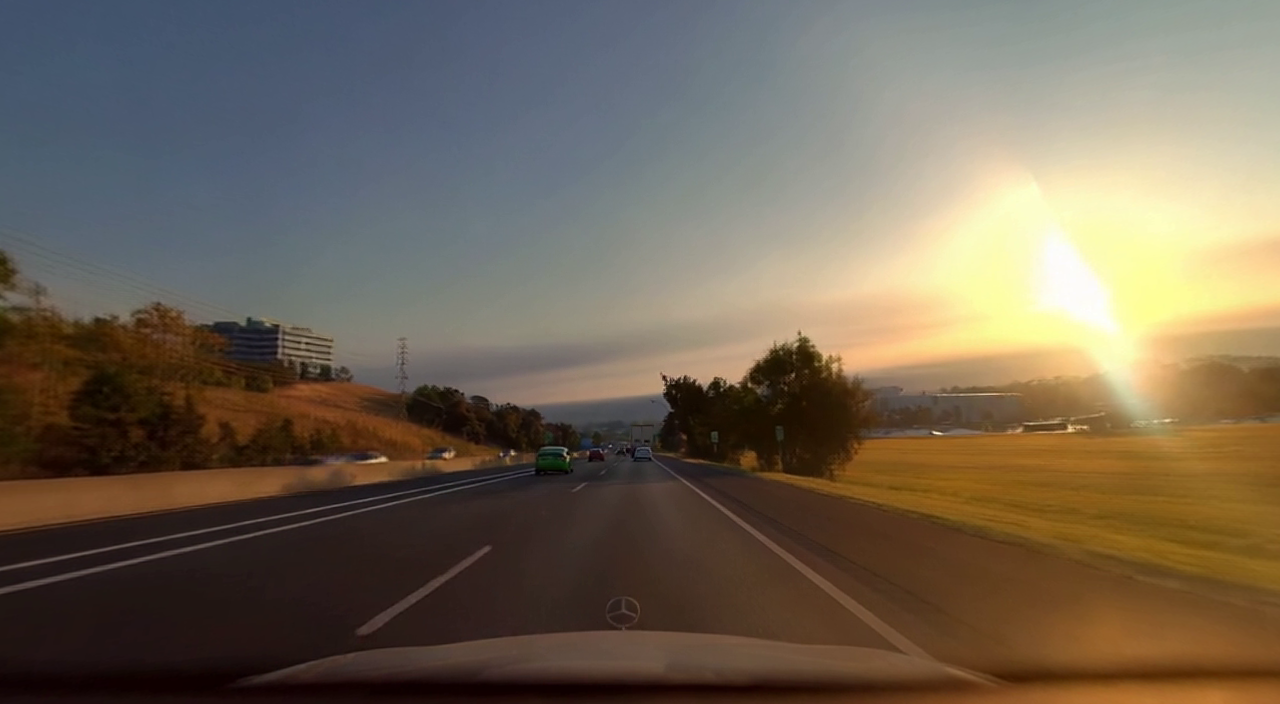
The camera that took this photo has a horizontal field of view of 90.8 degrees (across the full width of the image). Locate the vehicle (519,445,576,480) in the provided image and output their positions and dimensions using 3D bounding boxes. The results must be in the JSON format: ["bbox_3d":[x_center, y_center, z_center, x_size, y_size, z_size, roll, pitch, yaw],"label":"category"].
[{"bbox_3d":[-4.424,5.336,30.713,2.172,1.548,3.953,0,-9,0],"label":"vehicle"}]

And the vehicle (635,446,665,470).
[{"bbox_3d":[0.675,7.485,44.732,1.992,1.593,3.937,0,-9,-1],"label":"vehicle"}]

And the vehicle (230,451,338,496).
[{"bbox_3d":[-12.287,4.173,22.023,1.743,1.405,3.476,0,-9,-1],"label":"vehicle"}]
